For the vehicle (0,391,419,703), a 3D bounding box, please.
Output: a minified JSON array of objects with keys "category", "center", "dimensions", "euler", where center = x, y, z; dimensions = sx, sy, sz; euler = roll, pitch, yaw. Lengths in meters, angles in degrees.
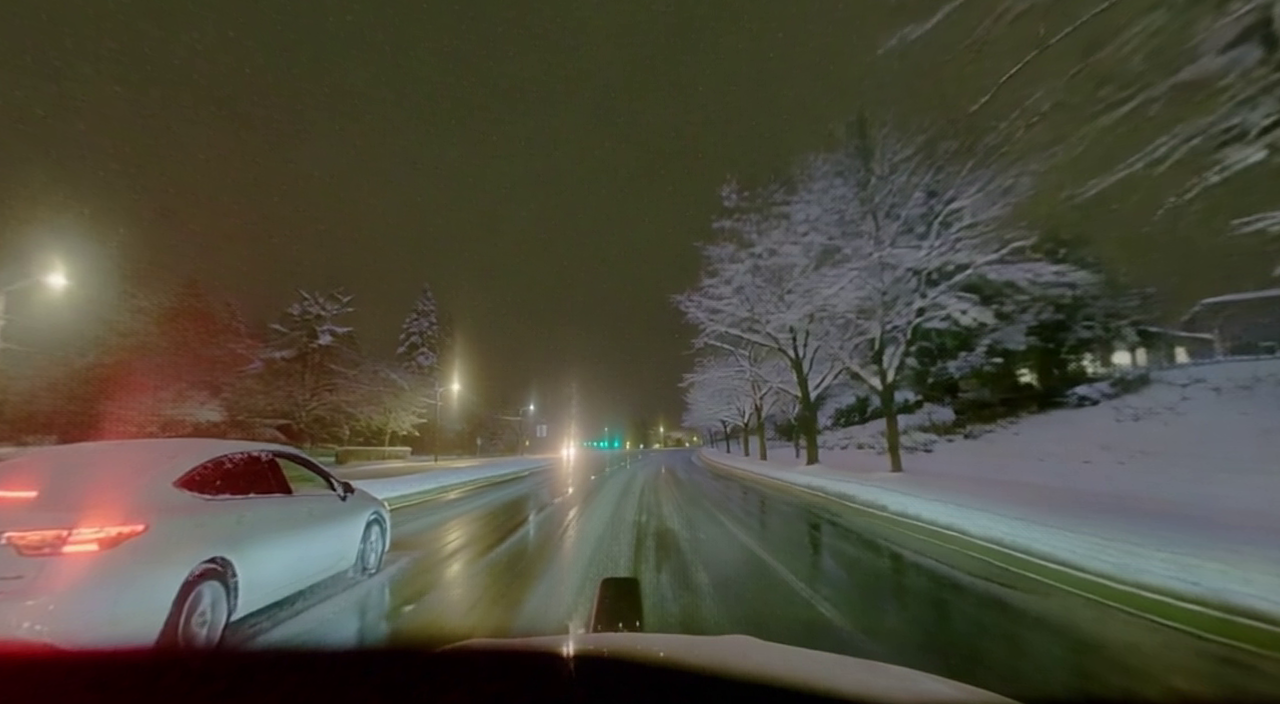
[{"category":"vehicle","center":[-3.376,1.233,4.643],"dimensions":[1.915,1.521,4.283],"euler":[0,-8,0]}]
